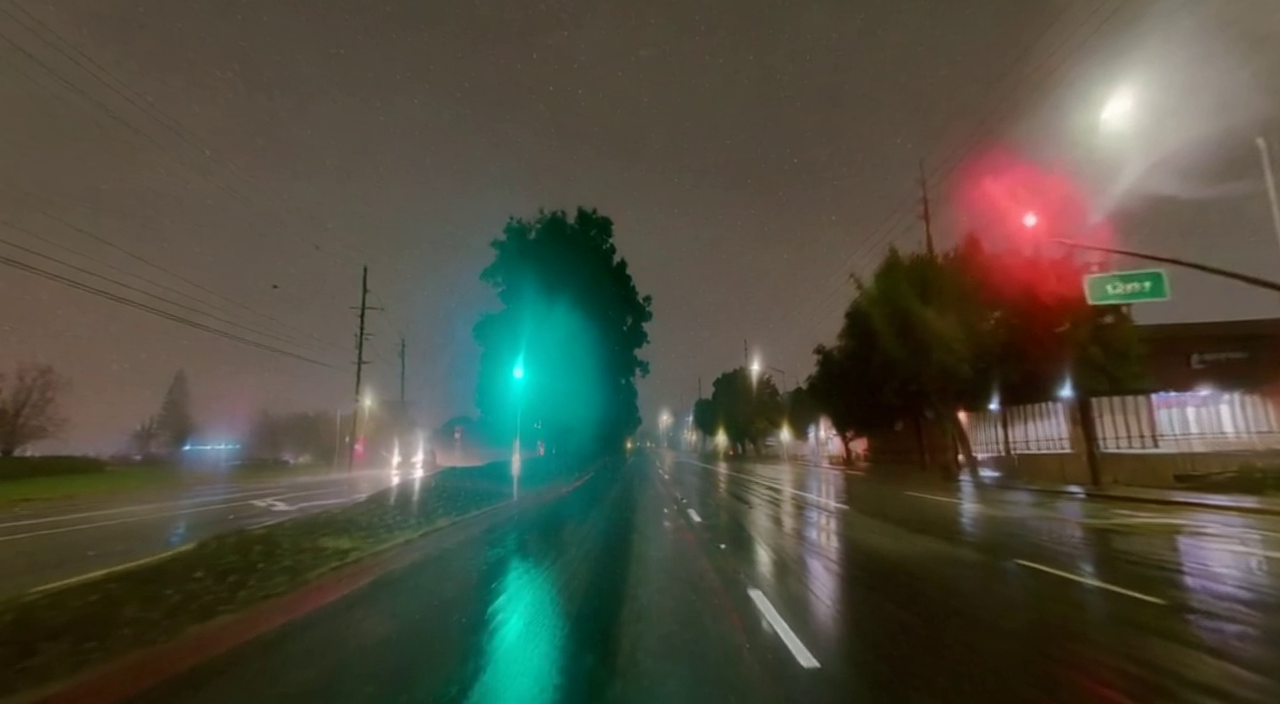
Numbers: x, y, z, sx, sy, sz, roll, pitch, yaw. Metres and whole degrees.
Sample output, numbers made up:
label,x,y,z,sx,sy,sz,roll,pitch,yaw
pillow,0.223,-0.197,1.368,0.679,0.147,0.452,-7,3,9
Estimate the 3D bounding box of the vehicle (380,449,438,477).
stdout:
label,x,y,z,sx,sy,sz,roll,pitch,yaw
vehicle,-16.498,7.920,45.253,2.227,1.837,4.871,0,-8,1
